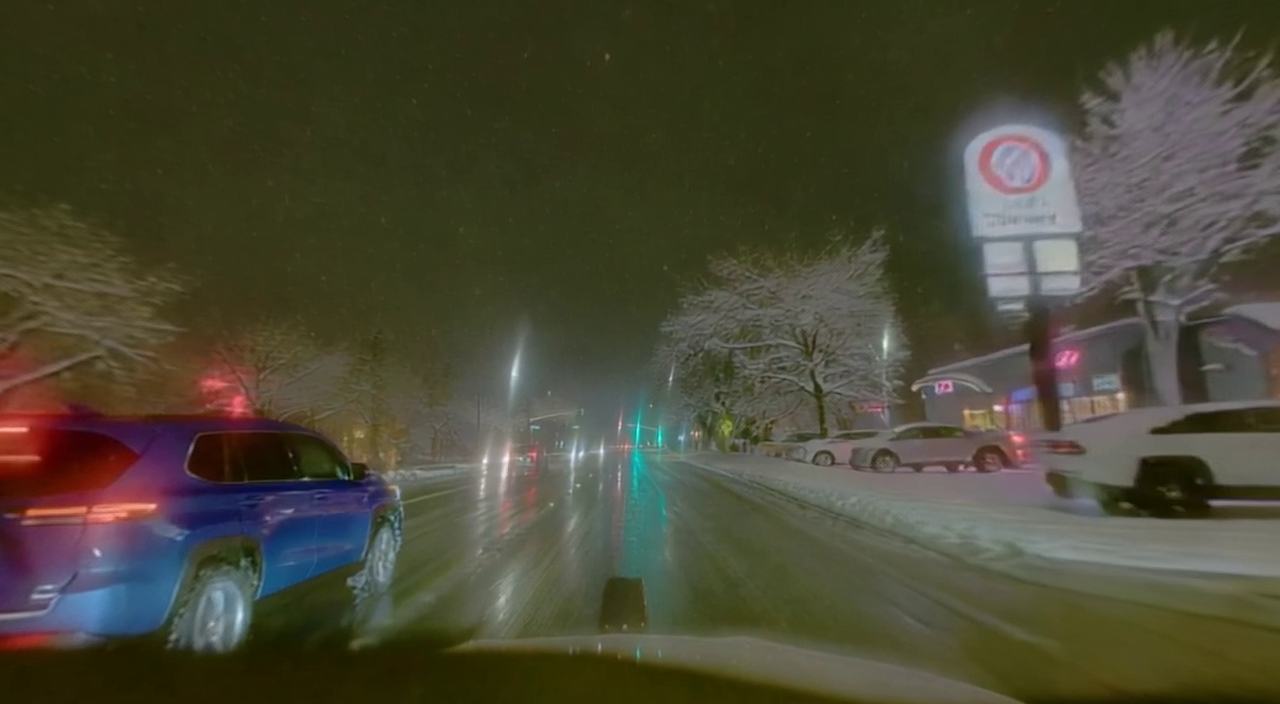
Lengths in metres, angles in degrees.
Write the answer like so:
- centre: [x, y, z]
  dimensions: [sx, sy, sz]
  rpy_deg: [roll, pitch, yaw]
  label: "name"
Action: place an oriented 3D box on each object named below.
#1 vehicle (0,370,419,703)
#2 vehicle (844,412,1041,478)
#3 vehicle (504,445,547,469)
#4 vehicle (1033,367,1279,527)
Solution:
- centre: [-3.461, 1.200, 4.659]
  dimensions: [2.127, 1.654, 4.121]
  rpy_deg: [0, -8, 0]
  label: "vehicle"
- centre: [9.167, 2.854, 19.440]
  dimensions: [4.978, 1.874, 2.079]
  rpy_deg: [0, -8, -2]
  label: "vehicle"
- centre: [-7.377, 6.795, 41.132]
  dimensions: [1.990, 1.483, 4.410]
  rpy_deg: [0, -8, 0]
  label: "vehicle"
- centre: [8.683, 1.289, 8.657]
  dimensions: [5.031, 1.951, 2.184]
  rpy_deg: [-3, -9, 16]
  label: "vehicle"
